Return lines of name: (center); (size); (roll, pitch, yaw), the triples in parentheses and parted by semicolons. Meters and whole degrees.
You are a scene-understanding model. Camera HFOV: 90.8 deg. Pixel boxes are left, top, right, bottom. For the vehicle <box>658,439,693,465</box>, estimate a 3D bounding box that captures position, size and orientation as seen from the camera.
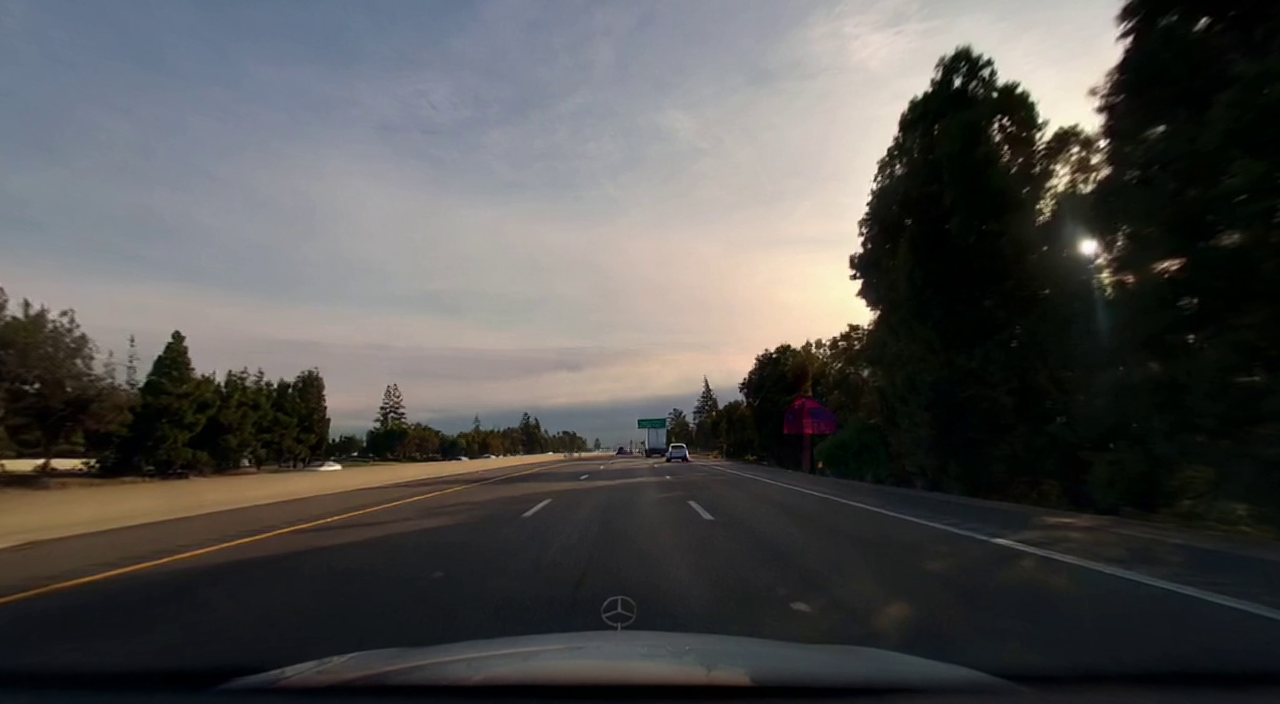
vehicle: (2.447, 7.036, 44.562); (2.065, 1.760, 4.488); (0, -8, -2)
